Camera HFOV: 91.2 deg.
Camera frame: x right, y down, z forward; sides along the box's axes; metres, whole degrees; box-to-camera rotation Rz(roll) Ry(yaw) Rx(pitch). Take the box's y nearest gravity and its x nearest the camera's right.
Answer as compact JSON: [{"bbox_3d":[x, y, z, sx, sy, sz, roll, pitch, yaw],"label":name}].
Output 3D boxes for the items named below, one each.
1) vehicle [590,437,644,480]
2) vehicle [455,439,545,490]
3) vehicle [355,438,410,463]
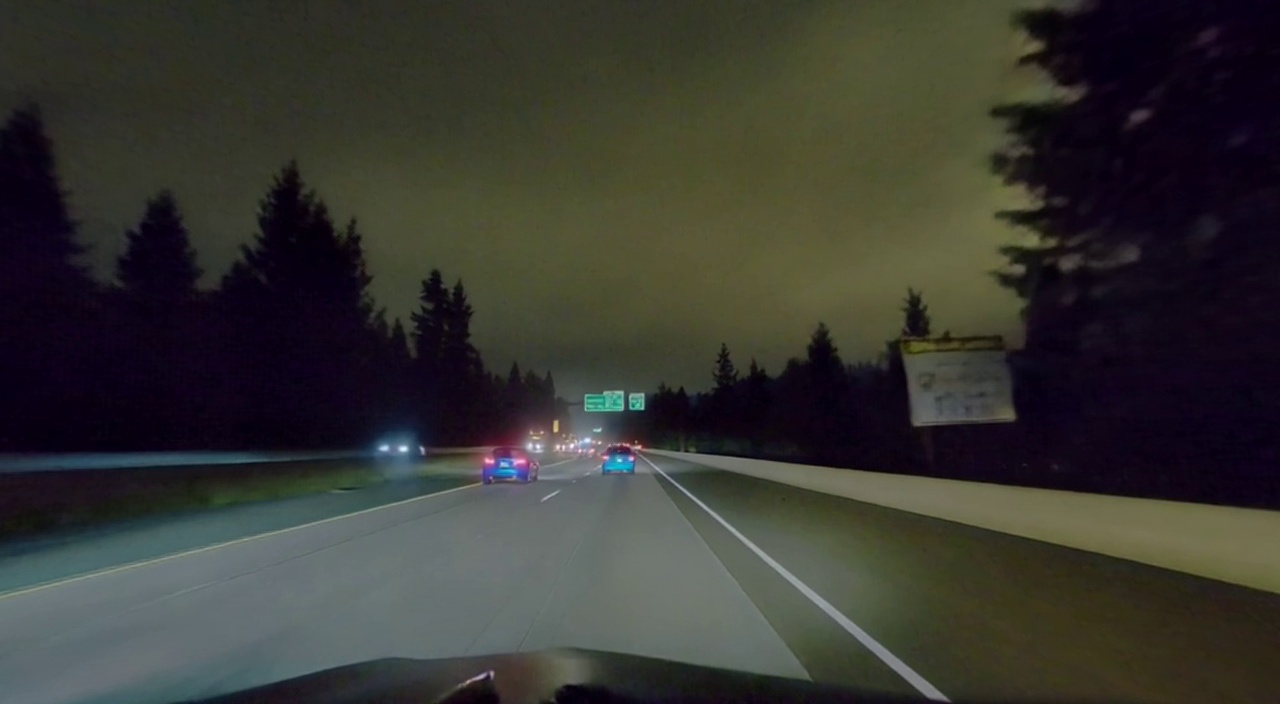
[{"bbox_3d":[-0.973,4.634,27.581,2.220,1.711,4.056,0,-9,-1],"label":"vehicle"},{"bbox_3d":[-4.788,3.926,22.192,2.103,1.588,4.709,-1,-9,0],"label":"vehicle"},{"bbox_3d":[-17.601,6.752,43.037,1.987,1.594,4.249,-1,-9,0],"label":"vehicle"}]
